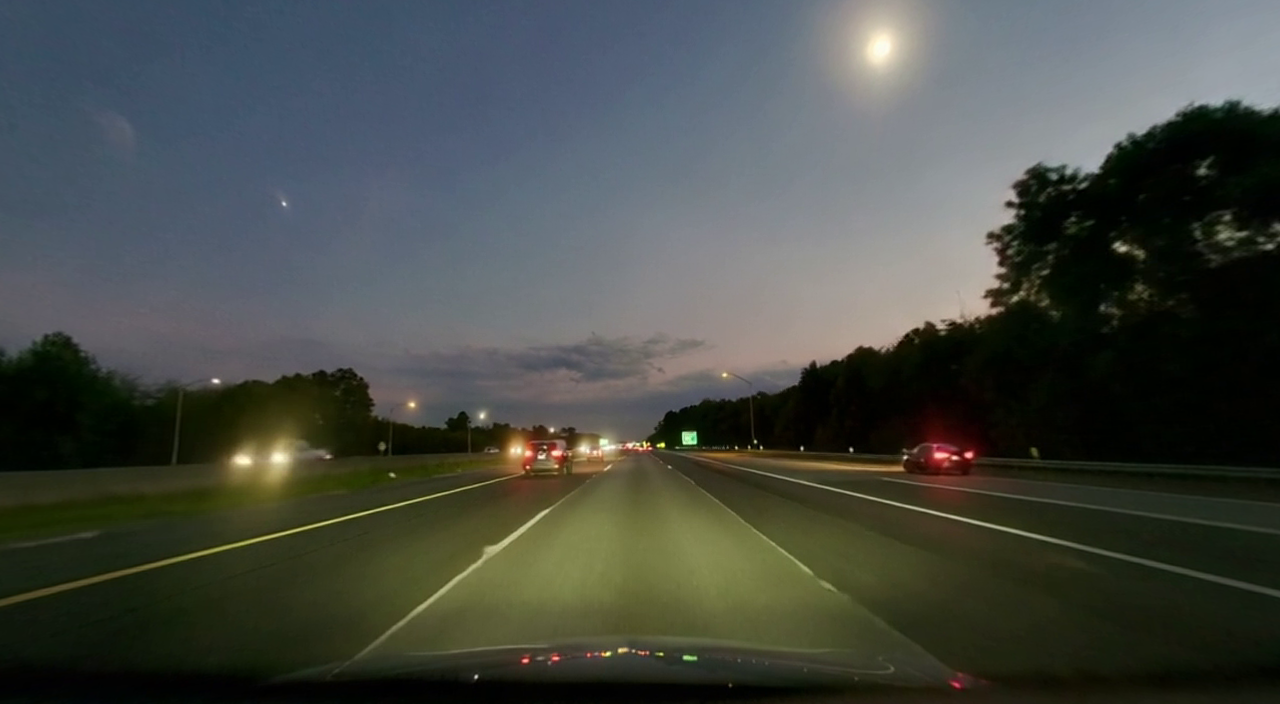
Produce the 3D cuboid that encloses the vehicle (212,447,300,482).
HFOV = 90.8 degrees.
[{"bbox_3d":[-21.264,6.214,35.237,1.977,1.826,4.671,0,-9,0],"label":"vehicle"}]

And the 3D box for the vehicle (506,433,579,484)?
[{"bbox_3d":[-3.630,4.080,24.435,2.114,1.774,4.427,0,-9,0],"label":"vehicle"}]
